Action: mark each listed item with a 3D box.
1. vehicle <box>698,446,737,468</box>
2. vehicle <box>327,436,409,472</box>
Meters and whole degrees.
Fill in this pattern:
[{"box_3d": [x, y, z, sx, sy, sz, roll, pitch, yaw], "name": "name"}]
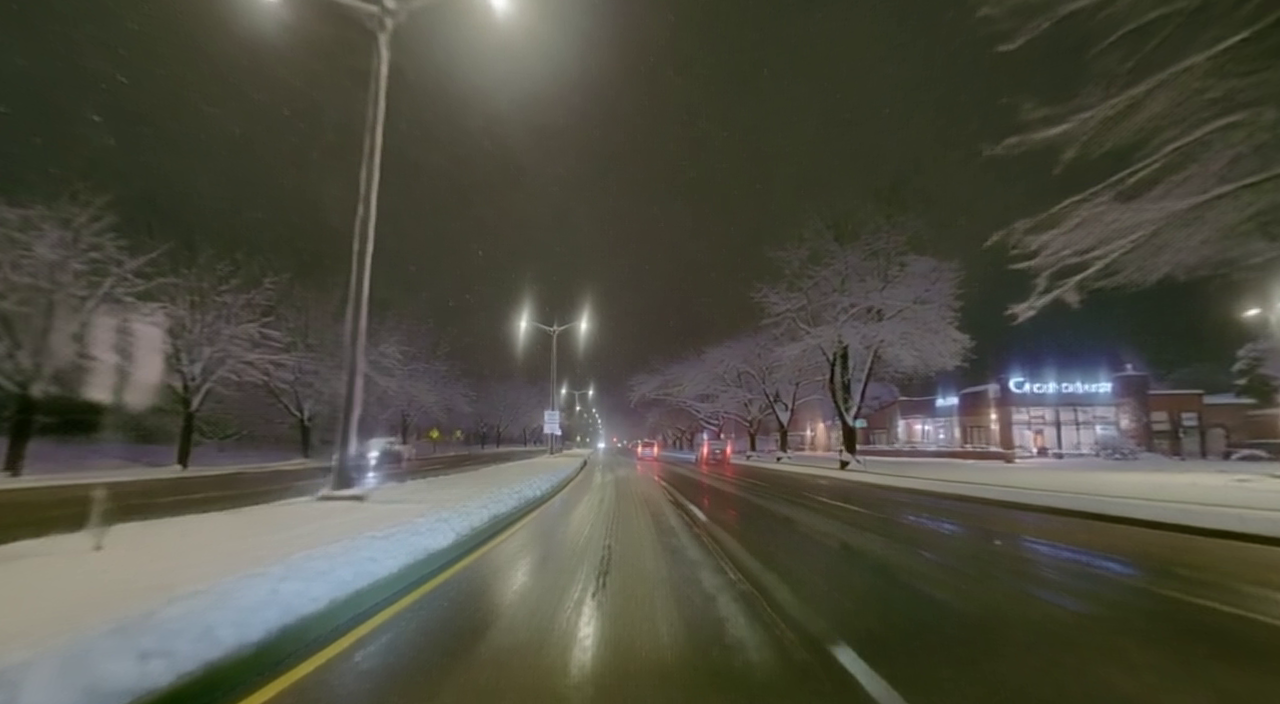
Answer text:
[{"box_3d": [5.348, 7.333, 44.270, 1.876, 1.474, 4.126, 1, -9, -5], "name": "vehicle"}, {"box_3d": [-14.577, 5.509, 34.205, 2.058, 1.770, 5.291, 0, -9, 0], "name": "vehicle"}]
